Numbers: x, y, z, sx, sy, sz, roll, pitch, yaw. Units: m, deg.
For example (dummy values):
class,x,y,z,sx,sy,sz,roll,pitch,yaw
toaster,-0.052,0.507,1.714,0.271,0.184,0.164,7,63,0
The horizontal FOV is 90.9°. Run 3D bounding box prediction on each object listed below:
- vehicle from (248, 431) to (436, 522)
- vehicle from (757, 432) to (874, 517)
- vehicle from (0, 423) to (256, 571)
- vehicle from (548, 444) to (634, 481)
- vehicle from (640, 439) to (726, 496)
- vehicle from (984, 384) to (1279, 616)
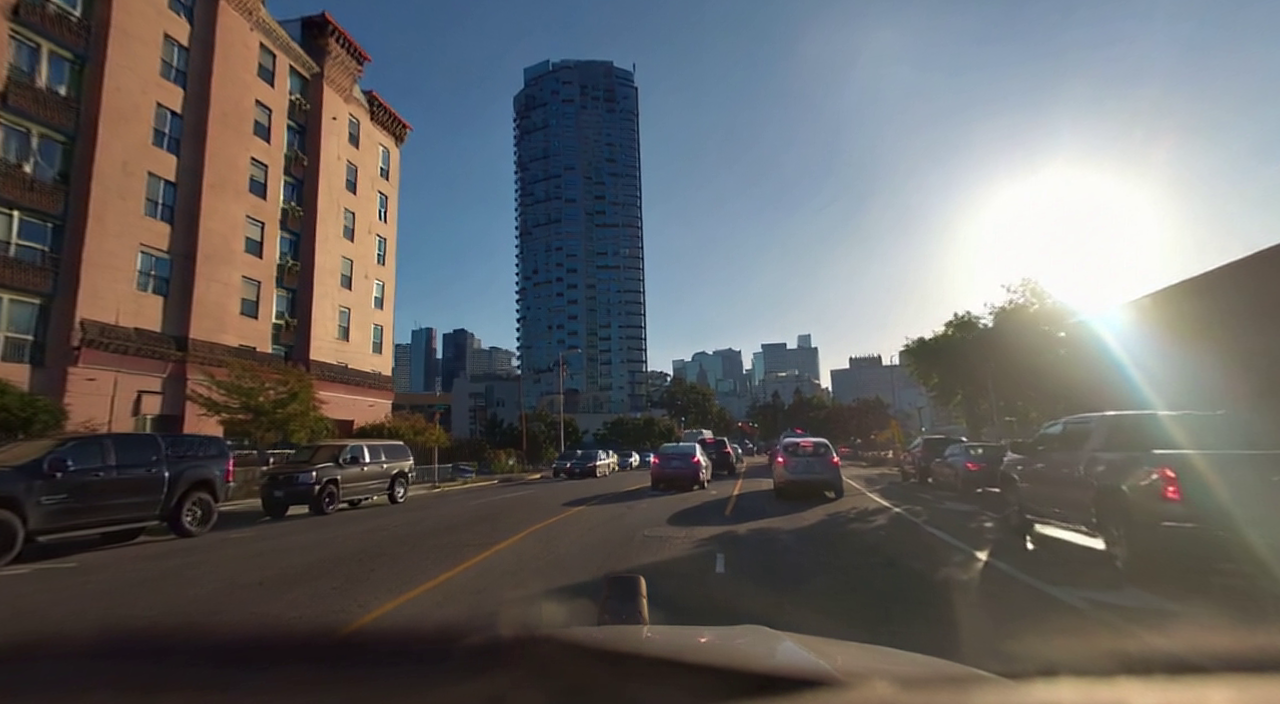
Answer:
class,x,y,z,sx,sy,sz,roll,pitch,yaw
vehicle,-7.427,3.067,16.318,1.934,1.770,4.546,-10,-9,11
vehicle,3.599,2.517,13.544,1.982,1.510,4.144,-2,-8,11
vehicle,-8.824,2.083,9.688,2.070,1.854,4.985,-2,-8,11
vehicle,-2.131,4.975,28.768,1.928,1.503,4.322,-5,-9,27
vehicle,1.356,3.261,18.291,2.031,1.461,3.763,-2,-8,10
vehicle,5.713,1.428,7.046,2.088,1.775,4.454,-3,-8,14
